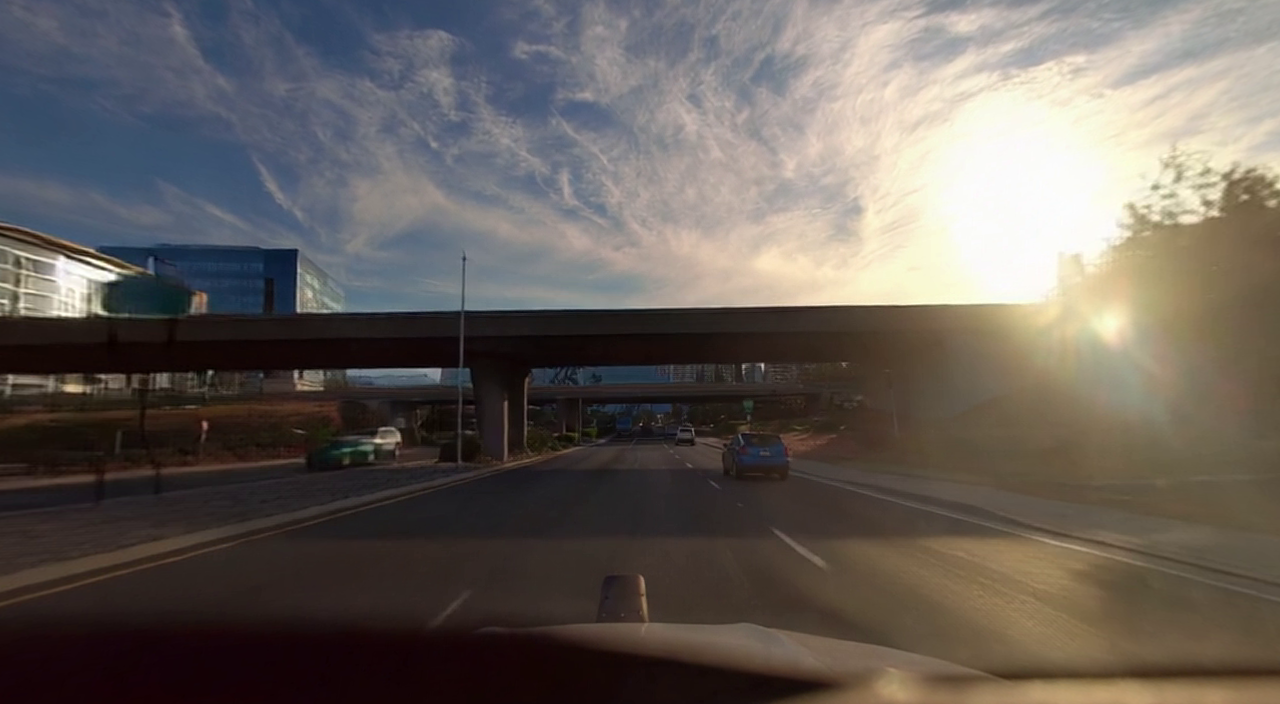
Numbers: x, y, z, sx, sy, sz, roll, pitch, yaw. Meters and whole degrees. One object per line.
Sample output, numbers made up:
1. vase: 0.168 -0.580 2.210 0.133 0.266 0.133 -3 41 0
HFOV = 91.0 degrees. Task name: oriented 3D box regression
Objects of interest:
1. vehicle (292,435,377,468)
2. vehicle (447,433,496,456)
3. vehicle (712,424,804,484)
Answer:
1. vehicle: -14.932 4.898 31.106 1.885 1.497 4.494 0 -8 1
2. vehicle: -11.372 6.290 42.869 1.909 1.486 4.590 0 -8 2
3. vehicle: 3.677 3.287 20.556 2.110 1.712 4.489 0 -8 0
